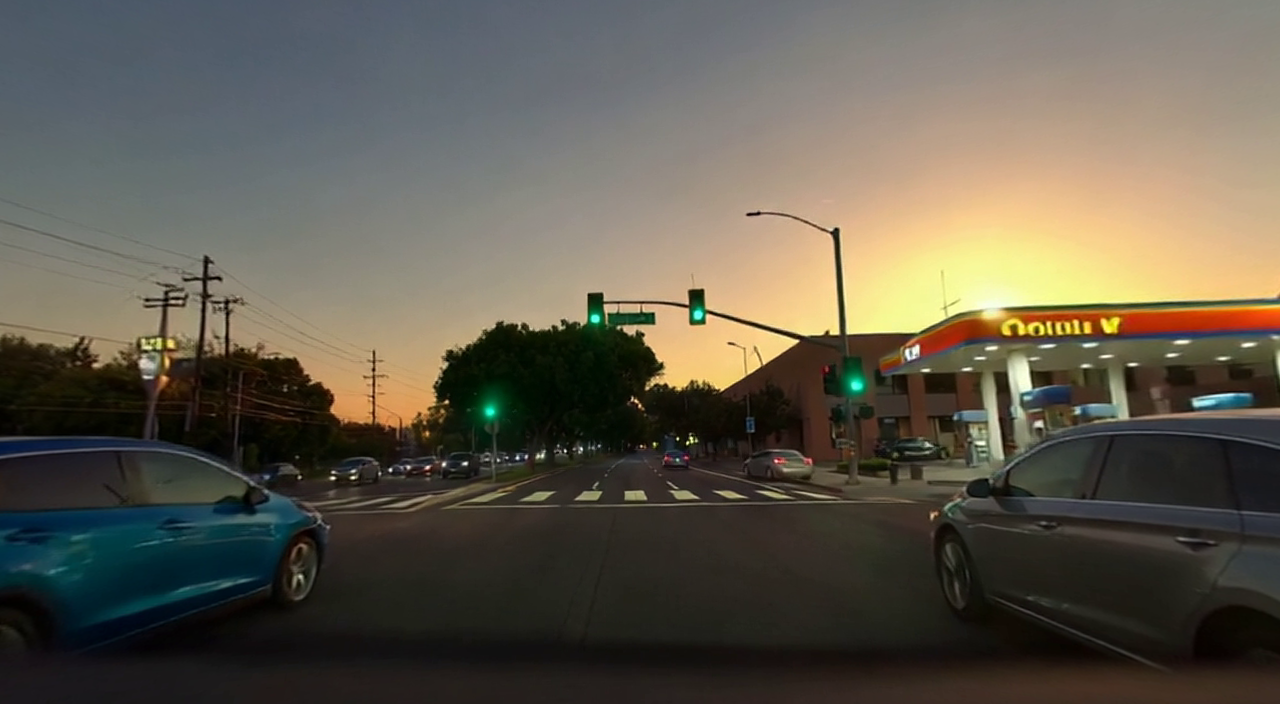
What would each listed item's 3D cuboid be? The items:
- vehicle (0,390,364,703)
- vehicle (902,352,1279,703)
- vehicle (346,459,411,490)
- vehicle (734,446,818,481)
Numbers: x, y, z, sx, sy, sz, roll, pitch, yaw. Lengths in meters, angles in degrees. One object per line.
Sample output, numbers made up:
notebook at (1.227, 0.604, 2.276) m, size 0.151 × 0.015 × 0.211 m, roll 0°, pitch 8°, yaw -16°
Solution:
vehicle at (-3.706, 1.205, 4.193) m, size 1.935 × 1.617 × 4.045 m, roll 0°, pitch -8°, yaw -1°
vehicle at (3.350, 0.971, 3.212) m, size 2.085 × 1.655 × 4.459 m, roll 0°, pitch -8°, yaw 0°
vehicle at (-14.696, 6.895, 35.791) m, size 1.751 × 1.484 × 4.561 m, roll 0°, pitch -8°, yaw 0°
vehicle at (7.089, 5.827, 33.475) m, size 2.066 × 1.699 × 4.419 m, roll 4°, pitch -9°, yaw -25°
